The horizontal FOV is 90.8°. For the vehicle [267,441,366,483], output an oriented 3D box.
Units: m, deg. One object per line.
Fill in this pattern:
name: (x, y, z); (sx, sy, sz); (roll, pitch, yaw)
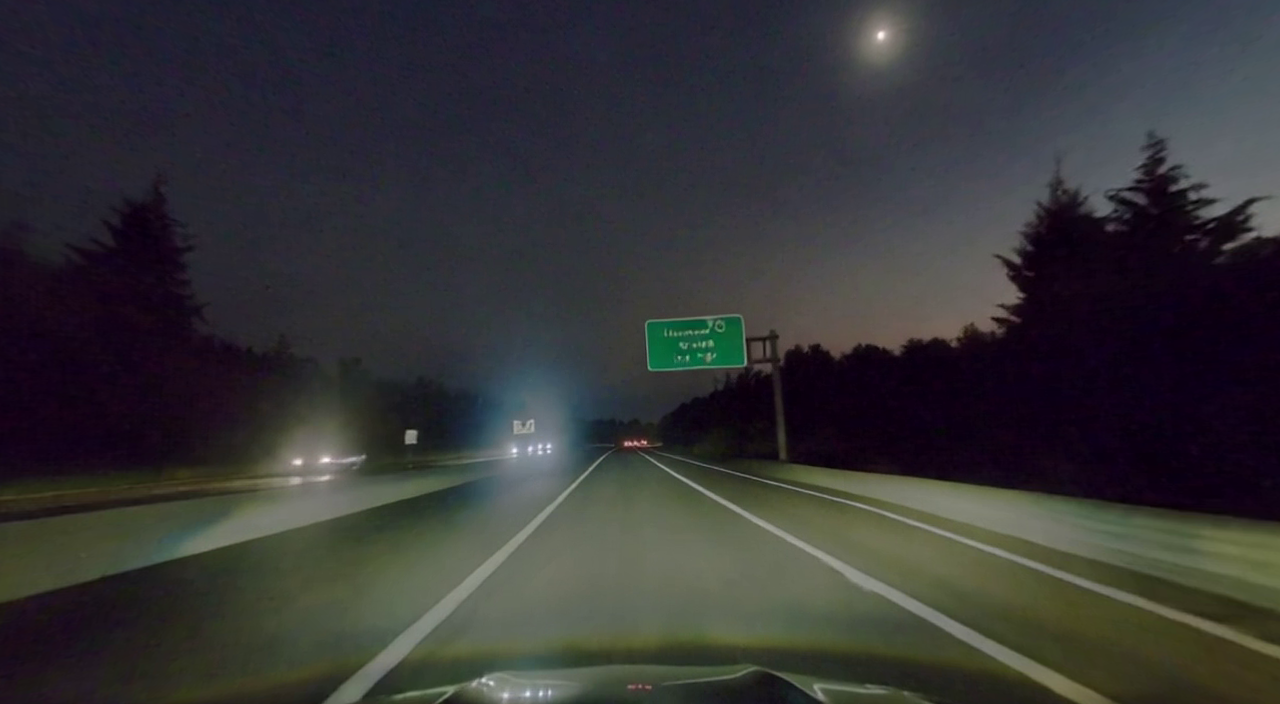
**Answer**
vehicle: (-13.131, 4.465, 25.919); (1.954, 1.555, 4.120); (0, -9, -2)
